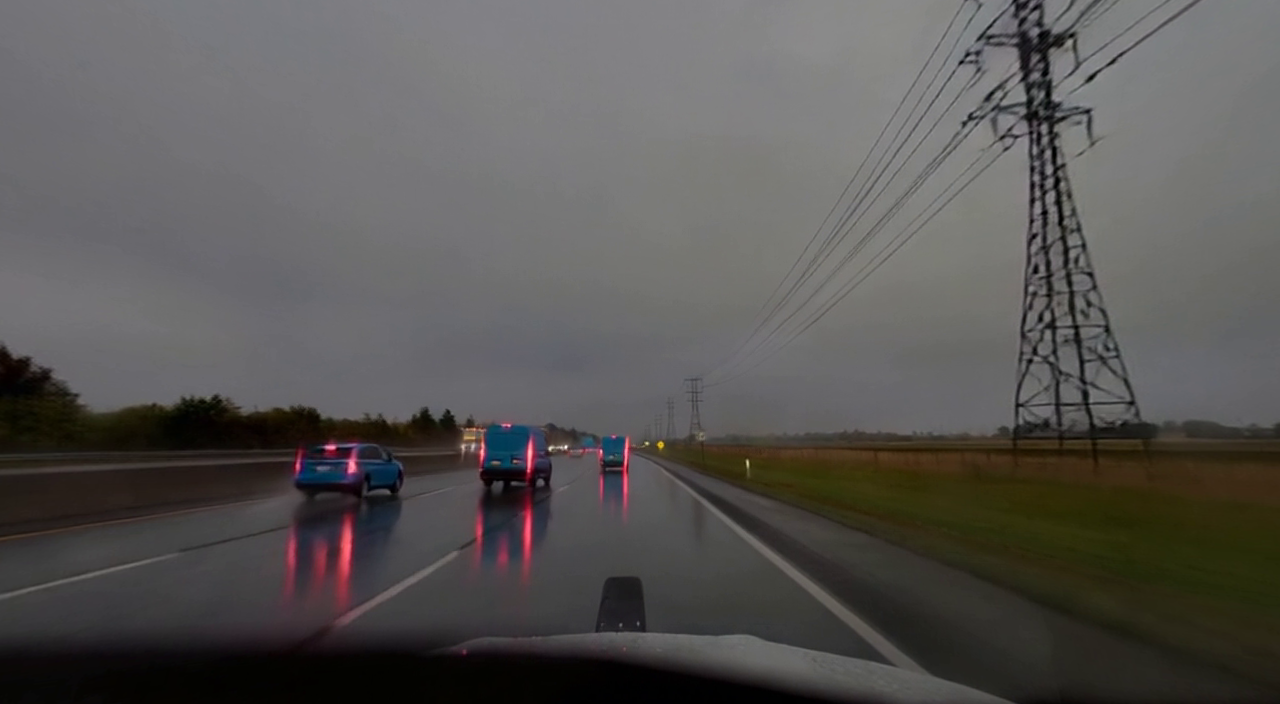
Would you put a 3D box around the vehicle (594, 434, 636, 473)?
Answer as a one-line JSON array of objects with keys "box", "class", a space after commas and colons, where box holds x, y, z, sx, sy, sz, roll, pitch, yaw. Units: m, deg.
[{"box": [-1.352, 5.760, 35.881, 2.197, 2.011, 5.130, 0, -9, -1], "class": "vehicle"}]

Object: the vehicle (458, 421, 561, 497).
[{"box": [-3.814, 3.252, 19.482, 2.145, 2.010, 4.980, 0, -9, 0], "class": "vehicle"}]

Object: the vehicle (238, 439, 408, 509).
[{"box": [-7.926, 3.079, 16.432, 1.975, 1.540, 4.759, 0, -9, 0], "class": "vehicle"}]
